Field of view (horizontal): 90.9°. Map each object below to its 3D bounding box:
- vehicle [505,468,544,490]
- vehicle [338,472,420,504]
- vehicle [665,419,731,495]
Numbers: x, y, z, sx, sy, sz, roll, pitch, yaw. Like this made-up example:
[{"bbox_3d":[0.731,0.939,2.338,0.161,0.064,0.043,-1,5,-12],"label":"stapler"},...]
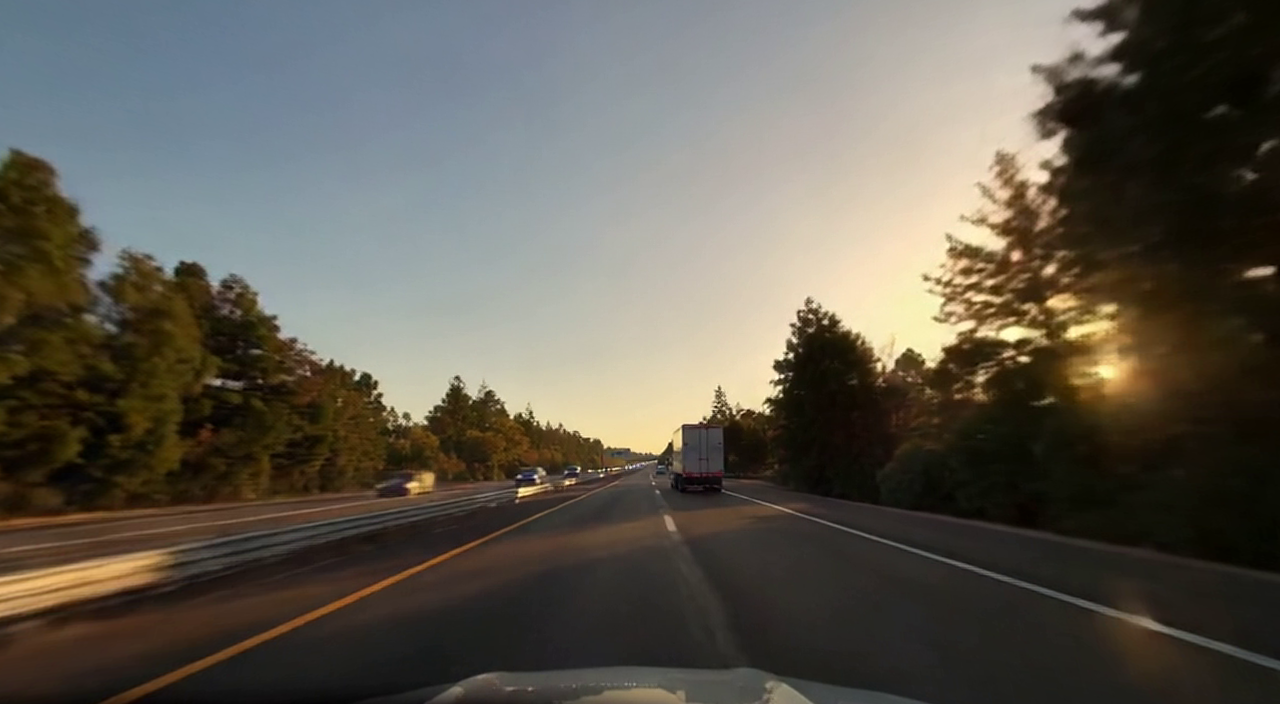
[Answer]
[{"bbox_3d":[-8.354,9.205,45.937,1.887,1.462,4.482,0,-11,1],"label":"vehicle"},{"bbox_3d":[-12.241,6.385,29.888,1.926,1.351,4.457,0,-10,0],"label":"vehicle"},{"bbox_3d":[3.443,6.988,41.347,3.204,4.102,13.306,0,-10,1],"label":"vehicle"}]
